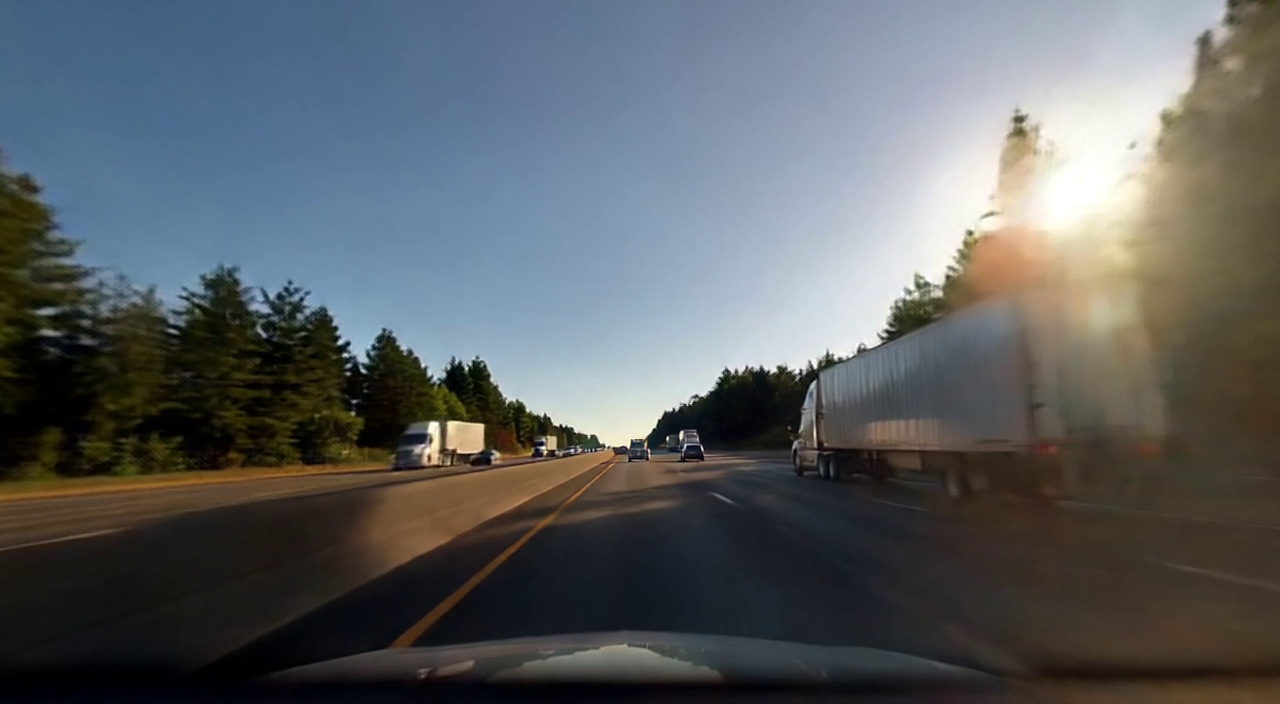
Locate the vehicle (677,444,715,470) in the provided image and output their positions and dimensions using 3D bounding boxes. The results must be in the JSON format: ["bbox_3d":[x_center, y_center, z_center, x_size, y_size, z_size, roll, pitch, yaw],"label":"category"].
[{"bbox_3d":[3.597,6.837,41.085,2.025,1.534,4.179,0,-9,-1],"label":"vehicle"}]

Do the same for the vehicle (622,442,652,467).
[{"bbox_3d":[-0.200,7.602,46.742,2.114,1.706,4.106,0,-9,0],"label":"vehicle"}]

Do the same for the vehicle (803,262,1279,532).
[{"bbox_3d":[7.813,1.676,16.427,3.044,4.073,14.016,0,-9,-1],"label":"vehicle"}]
